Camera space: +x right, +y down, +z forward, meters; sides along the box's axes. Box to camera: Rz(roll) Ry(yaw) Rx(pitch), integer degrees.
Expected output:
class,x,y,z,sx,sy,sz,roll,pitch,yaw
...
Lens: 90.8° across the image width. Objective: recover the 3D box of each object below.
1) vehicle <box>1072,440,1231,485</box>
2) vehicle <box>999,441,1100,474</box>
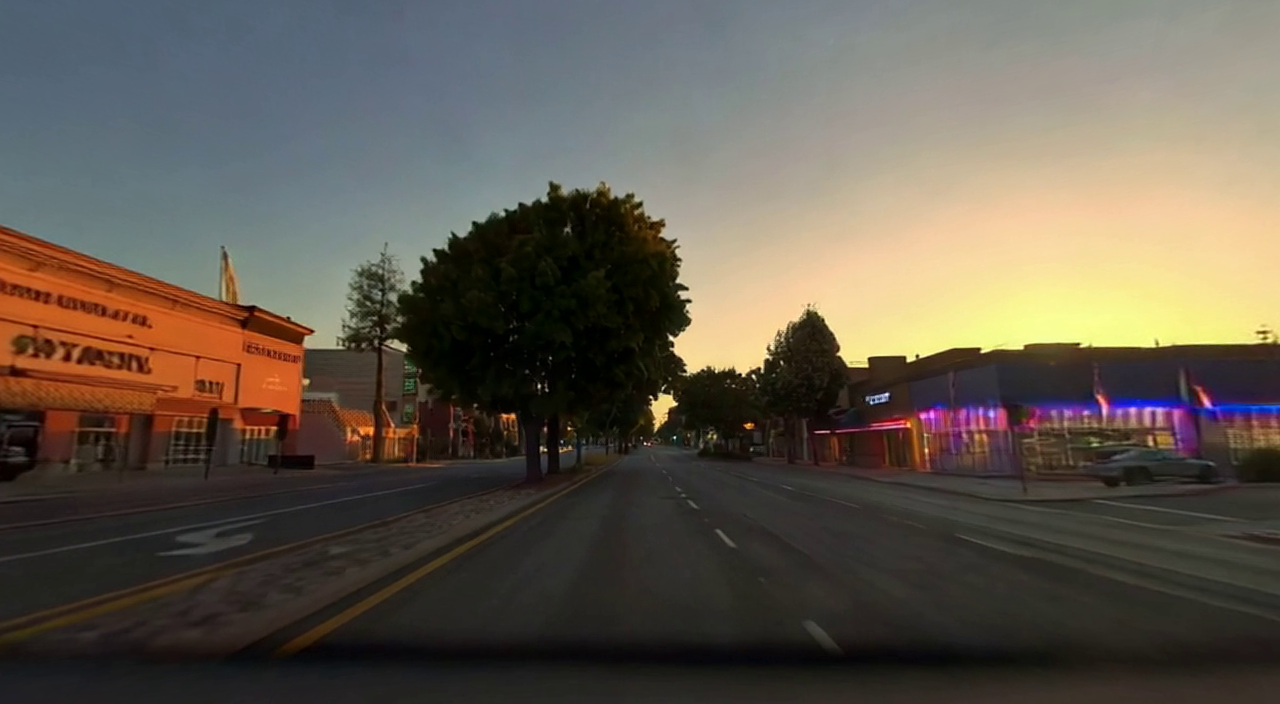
class,x,y,z,sx,sy,sz,roll,pitch,yaw
vehicle,19.878,4.286,24.680,4.468,1.635,2.017,0,-8,-2
vehicle,21.219,5.497,32.987,1.981,1.575,4.376,0,-9,-6
